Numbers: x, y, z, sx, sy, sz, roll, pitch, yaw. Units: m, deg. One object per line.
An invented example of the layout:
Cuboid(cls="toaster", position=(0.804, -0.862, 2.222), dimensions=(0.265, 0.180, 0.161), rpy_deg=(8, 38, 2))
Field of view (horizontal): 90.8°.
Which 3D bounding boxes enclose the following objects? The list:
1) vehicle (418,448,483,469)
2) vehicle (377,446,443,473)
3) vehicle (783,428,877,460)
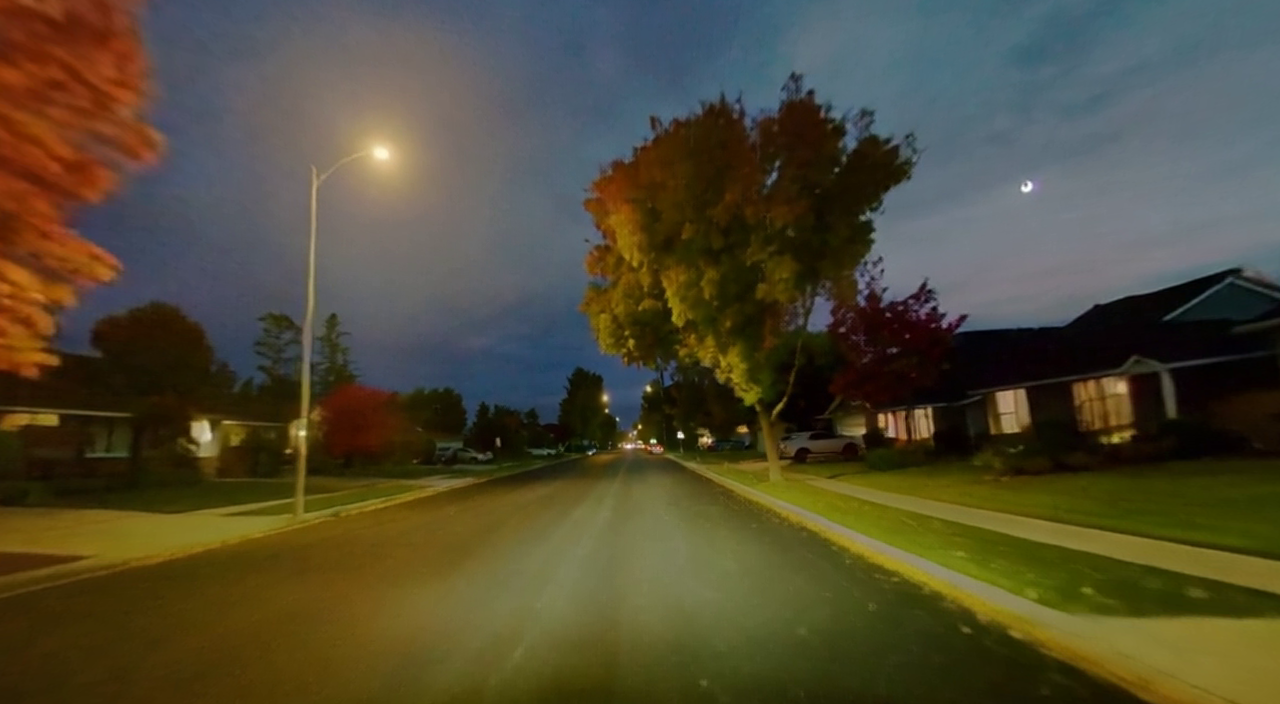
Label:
Cuboid(cls="vehicle", position=(-14.524, 8.178, 48.593), dimensions=(4.285, 1.483, 1.954), rpy_deg=(0, -9, 0))
Cuboid(cls="vehicle", position=(-14.184, 6.633, 39.245), dimensions=(1.982, 1.596, 3.988), rpy_deg=(-2, -9, 12))
Cuboid(cls="vehicle", position=(10.438, 5.125, 35.027), dimensions=(4.582, 1.680, 2.223), rpy_deg=(-1, -9, 4))
